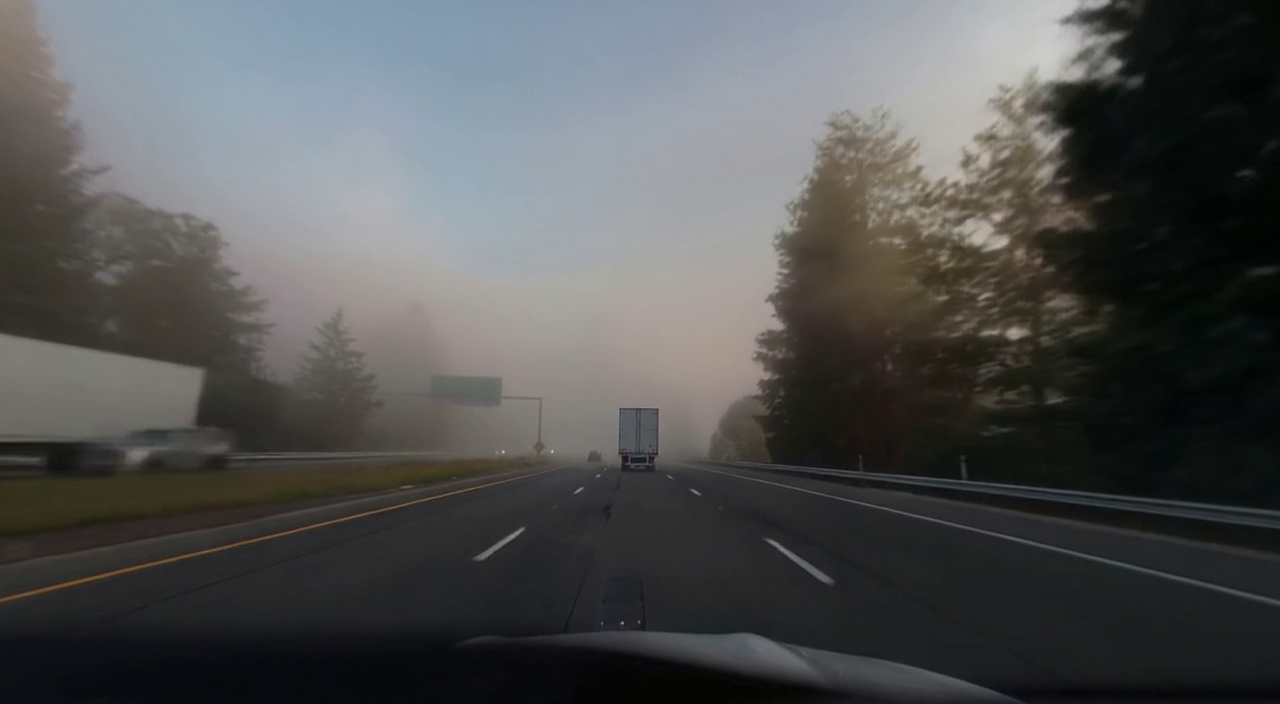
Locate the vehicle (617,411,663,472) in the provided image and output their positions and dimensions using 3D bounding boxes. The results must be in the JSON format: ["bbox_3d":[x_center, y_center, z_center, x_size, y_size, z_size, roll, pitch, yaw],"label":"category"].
[{"bbox_3d":[-0.184,6.703,46.547,2.962,3.953,10.696,0,-9,-2],"label":"vehicle"}]

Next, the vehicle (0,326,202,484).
[{"bbox_3d":[-17.290,1.296,15.532,2.928,3.855,14.329,0,-9,-1],"label":"vehicle"}]

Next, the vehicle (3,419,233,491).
[{"bbox_3d":[-13.034,2.631,16.244,1.901,1.560,4.655,0,-9,0],"label":"vehicle"}]
